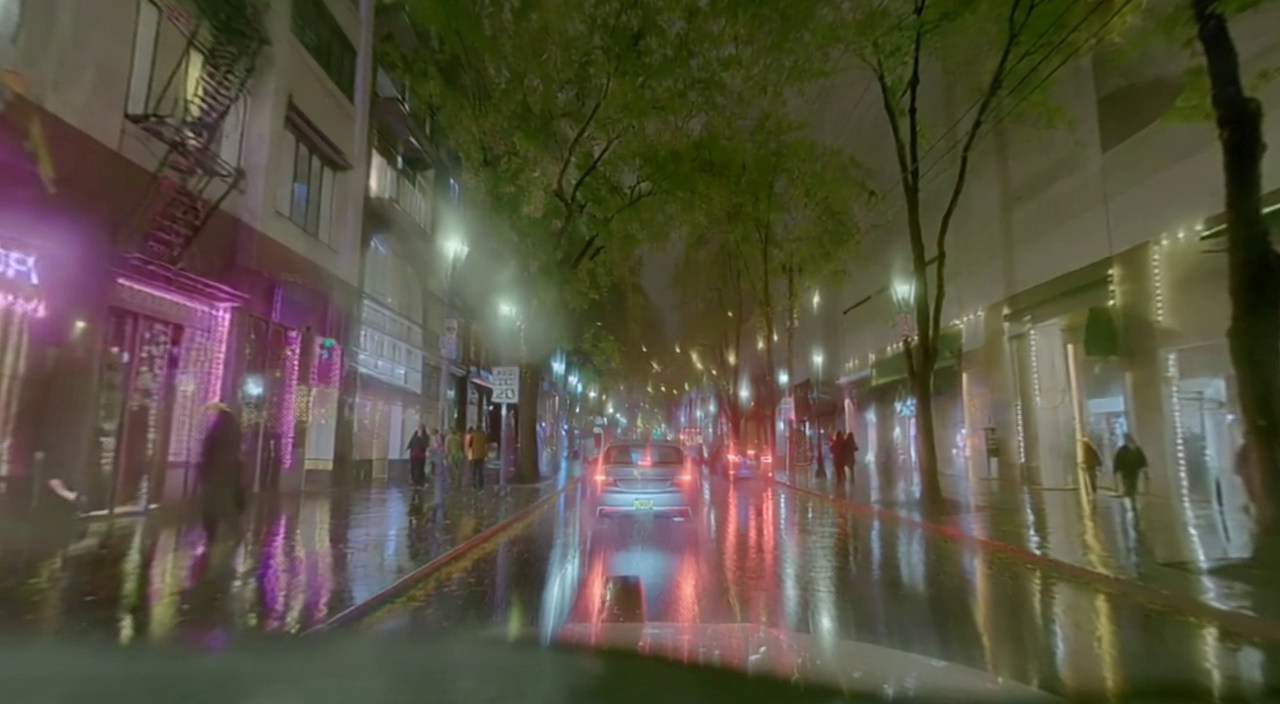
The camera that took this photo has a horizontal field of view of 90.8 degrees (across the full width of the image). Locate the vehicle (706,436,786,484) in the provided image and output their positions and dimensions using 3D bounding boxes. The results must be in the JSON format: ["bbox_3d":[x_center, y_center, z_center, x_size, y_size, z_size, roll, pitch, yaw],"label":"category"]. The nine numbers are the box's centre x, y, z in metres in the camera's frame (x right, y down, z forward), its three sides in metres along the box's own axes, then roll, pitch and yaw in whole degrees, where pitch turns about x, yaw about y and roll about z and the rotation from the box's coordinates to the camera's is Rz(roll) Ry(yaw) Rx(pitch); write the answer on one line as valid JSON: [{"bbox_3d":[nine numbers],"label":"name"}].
[{"bbox_3d":[3.624,3.798,22.510,2.025,1.523,4.426,0,-9,-1],"label":"vehicle"}]

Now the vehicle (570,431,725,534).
[{"bbox_3d":[0.085,2.225,11.362,2.261,1.474,4.130,0,-9,-1],"label":"vehicle"}]
